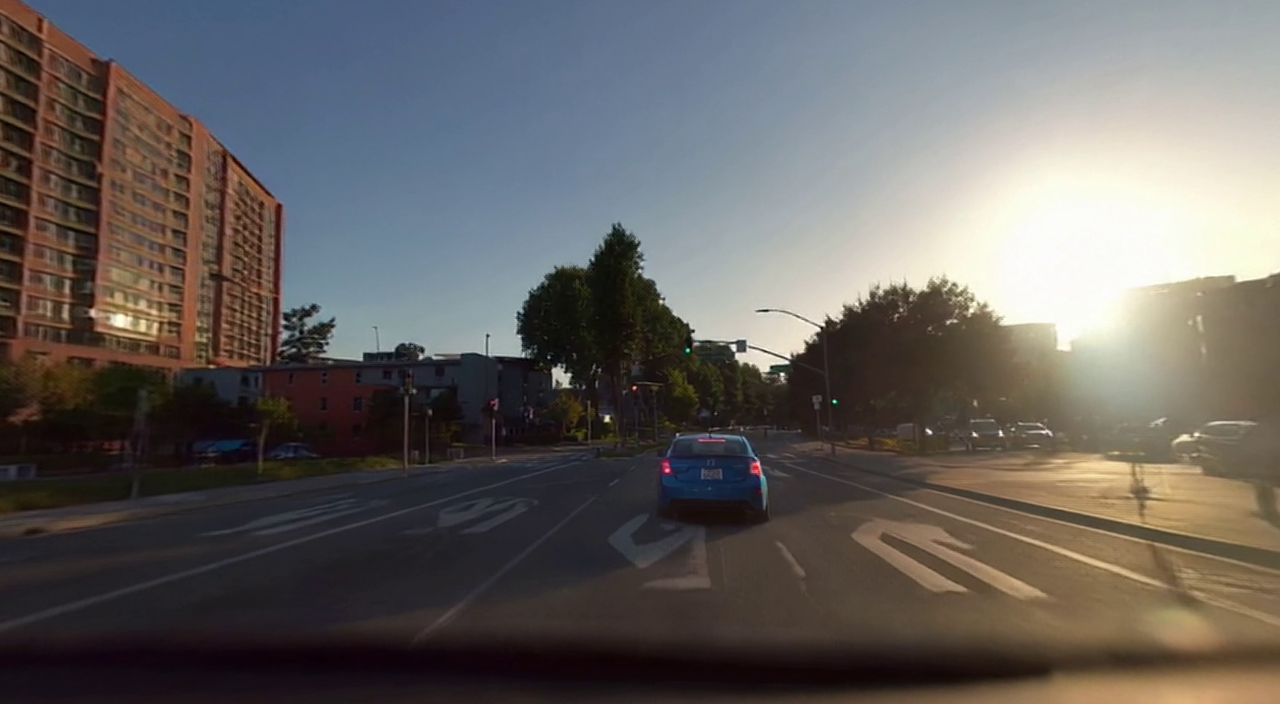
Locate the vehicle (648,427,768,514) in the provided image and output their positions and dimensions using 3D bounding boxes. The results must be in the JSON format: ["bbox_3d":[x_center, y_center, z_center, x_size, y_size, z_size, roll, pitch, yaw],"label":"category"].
[{"bbox_3d":[1.268,2.226,12.453,1.950,1.401,4.159,-1,-8,4],"label":"vehicle"}]
